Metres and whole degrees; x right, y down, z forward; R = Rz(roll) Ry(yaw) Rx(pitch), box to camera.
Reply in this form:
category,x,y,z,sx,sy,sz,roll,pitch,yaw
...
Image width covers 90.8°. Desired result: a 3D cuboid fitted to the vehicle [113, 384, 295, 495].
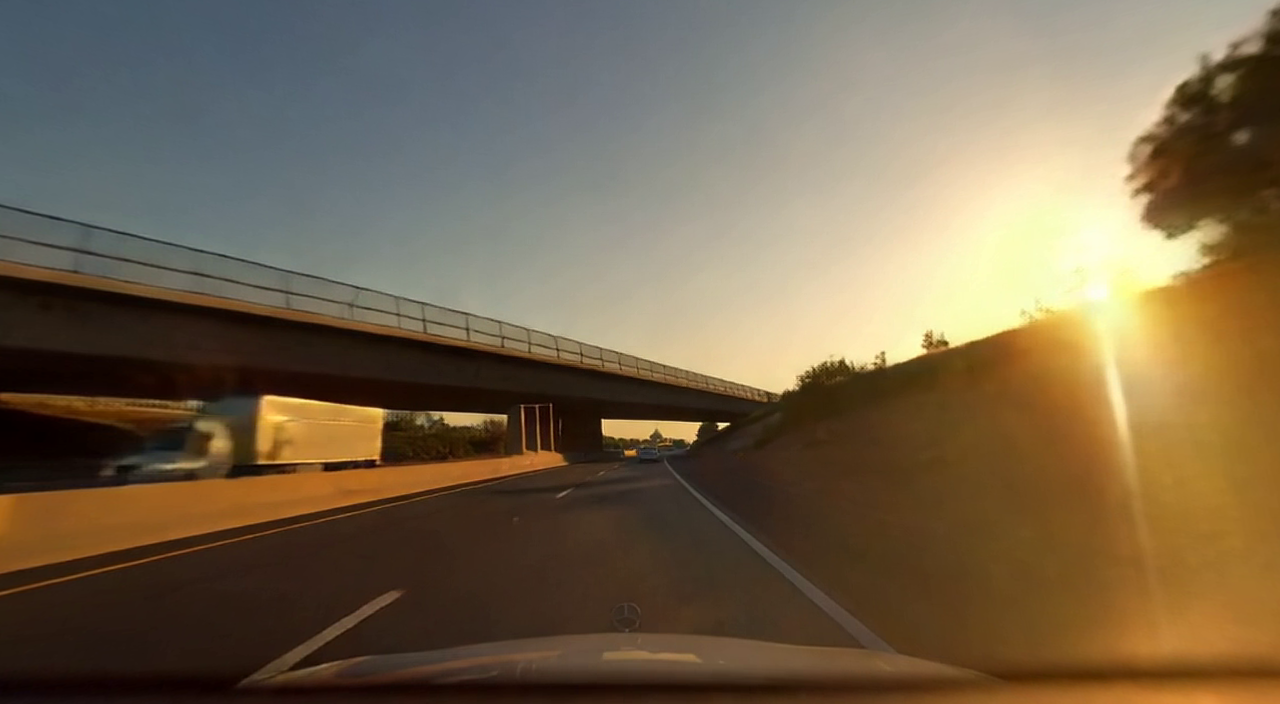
category,x,y,z,sx,sy,sz,roll,pitch,yaw
vehicle,-17.221,3.567,25.550,3.024,3.921,5.784,0,-9,0

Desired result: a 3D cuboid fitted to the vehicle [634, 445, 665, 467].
category,x,y,z,sx,sy,sz,roll,pitch,yaw
vehicle,0.741,7.832,47.588,2.221,1.603,4.149,0,-9,1
